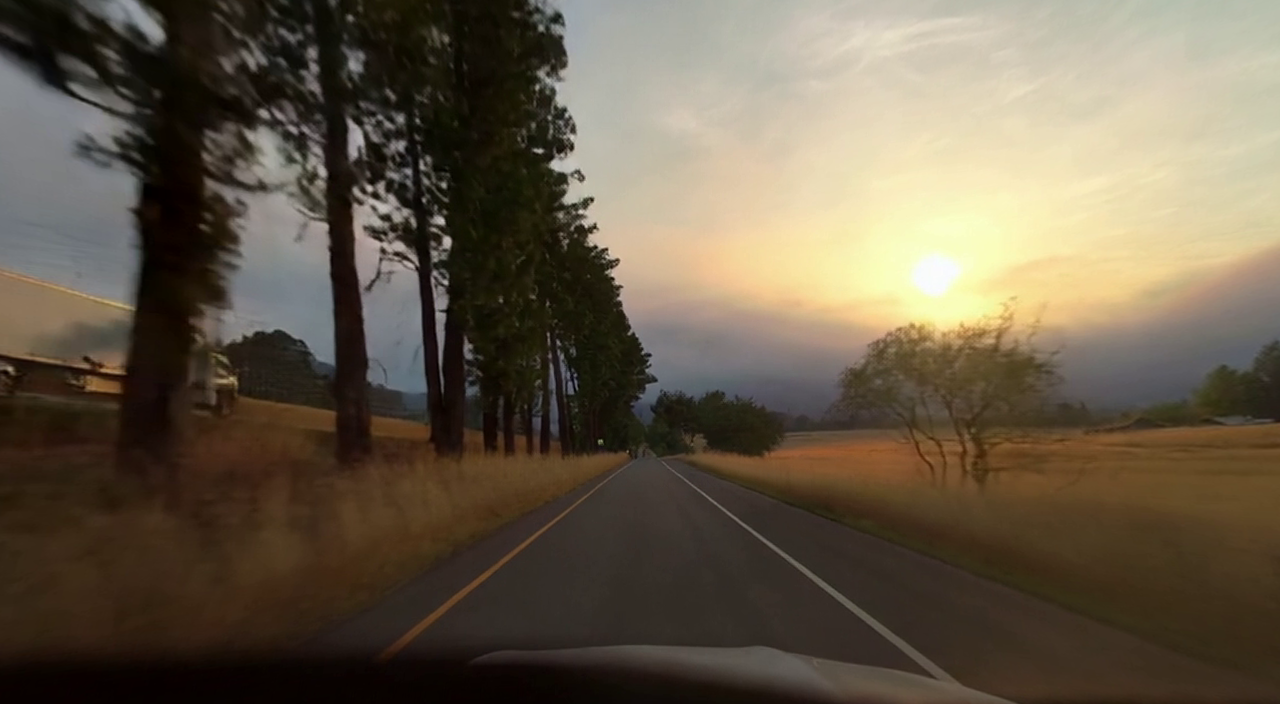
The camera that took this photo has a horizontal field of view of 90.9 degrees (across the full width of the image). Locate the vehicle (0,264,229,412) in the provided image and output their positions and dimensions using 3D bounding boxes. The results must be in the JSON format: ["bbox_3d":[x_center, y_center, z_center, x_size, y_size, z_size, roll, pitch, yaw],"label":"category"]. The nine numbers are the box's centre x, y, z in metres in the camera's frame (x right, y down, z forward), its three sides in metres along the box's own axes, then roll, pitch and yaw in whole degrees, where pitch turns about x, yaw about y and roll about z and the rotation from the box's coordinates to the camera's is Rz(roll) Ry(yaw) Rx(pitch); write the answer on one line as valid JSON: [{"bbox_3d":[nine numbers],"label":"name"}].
[{"bbox_3d":[-24.807,-0.417,26.363,3.314,4.163,16.558,-1,-11,3],"label":"vehicle"}]

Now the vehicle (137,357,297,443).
[{"bbox_3d":[-23.894,2.879,36.458,3.022,4.324,8.607,-1,-6,2],"label":"vehicle"}]
